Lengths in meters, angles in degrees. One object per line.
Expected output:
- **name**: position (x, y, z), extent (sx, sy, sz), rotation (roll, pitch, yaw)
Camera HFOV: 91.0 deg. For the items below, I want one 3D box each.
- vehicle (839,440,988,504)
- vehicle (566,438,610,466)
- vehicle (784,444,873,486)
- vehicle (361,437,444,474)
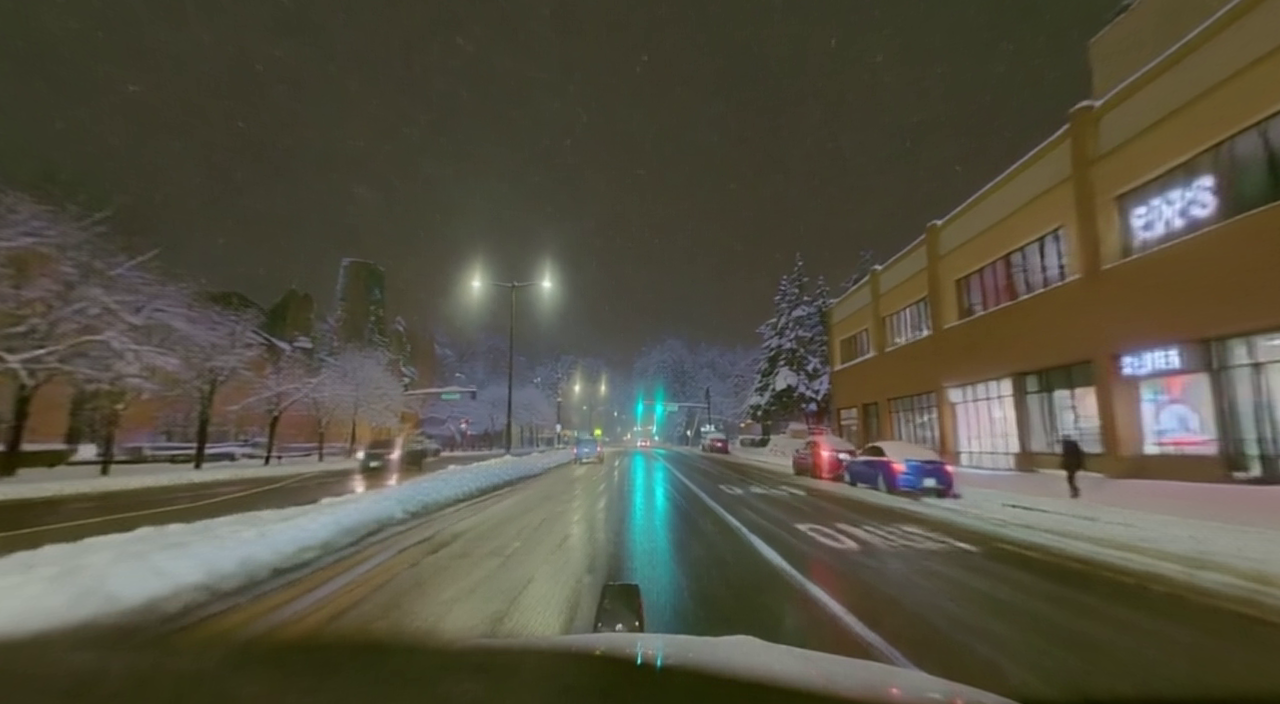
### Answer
- **vehicle**: position (7.382, 3.256, 17.660), extent (1.968, 1.493, 4.878), rotation (1, -8, 0)
- **vehicle**: position (-2.834, 5.571, 35.300), extent (2.078, 1.471, 4.217), rotation (0, -8, 0)
- **vehicle**: position (7.245, 4.366, 24.699), extent (2.009, 1.429, 4.562), rotation (1, -8, -1)
- **vehicle**: position (-10.441, 4.581, 28.041), extent (2.051, 1.492, 4.132), rotation (0, -8, 0)
